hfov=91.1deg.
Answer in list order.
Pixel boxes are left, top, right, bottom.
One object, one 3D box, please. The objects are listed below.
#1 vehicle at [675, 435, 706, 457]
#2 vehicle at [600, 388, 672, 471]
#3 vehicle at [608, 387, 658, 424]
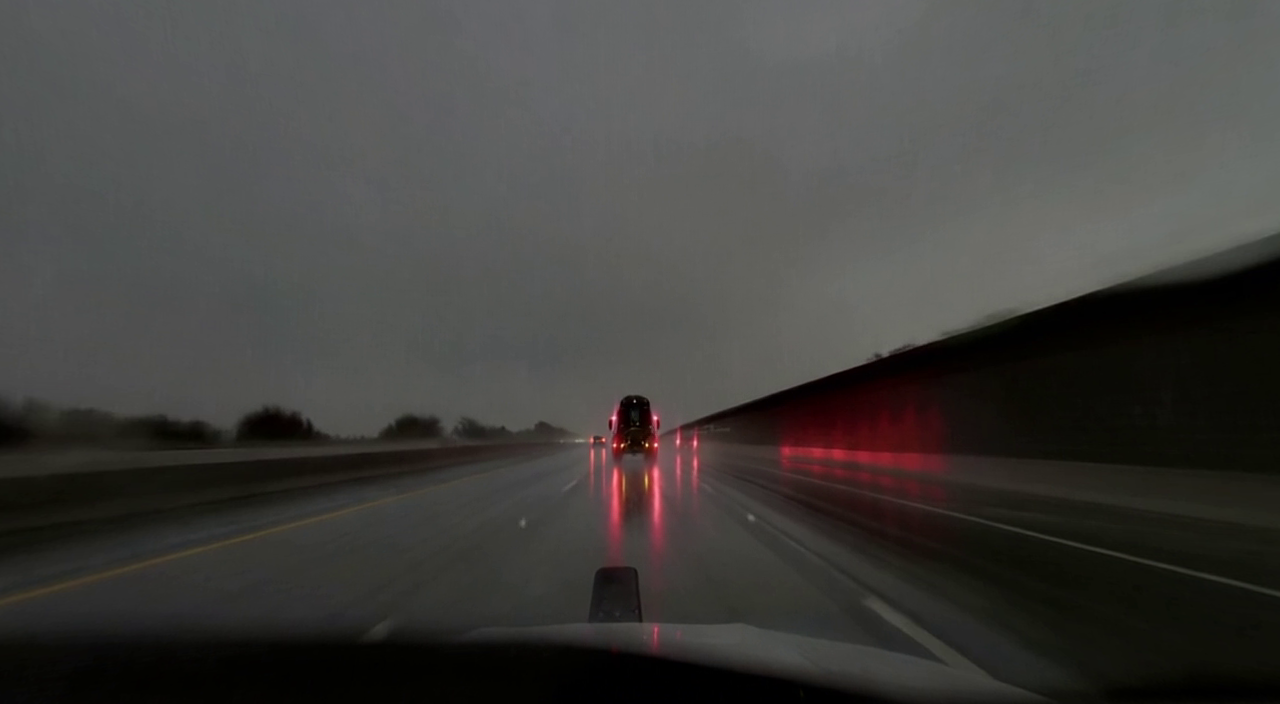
[{"bbox_3d":[3.697,6.896,46.363,1.910,1.492,4.324,0,-8,0],"label":"vehicle"},{"bbox_3d":[-0.375,4.080,32.882,2.953,3.406,13.372,0,-7,-2],"label":"vehicle"},{"bbox_3d":[-0.282,2.482,28.429,2.112,1.472,4.240,0,-8,0],"label":"vehicle"}]
